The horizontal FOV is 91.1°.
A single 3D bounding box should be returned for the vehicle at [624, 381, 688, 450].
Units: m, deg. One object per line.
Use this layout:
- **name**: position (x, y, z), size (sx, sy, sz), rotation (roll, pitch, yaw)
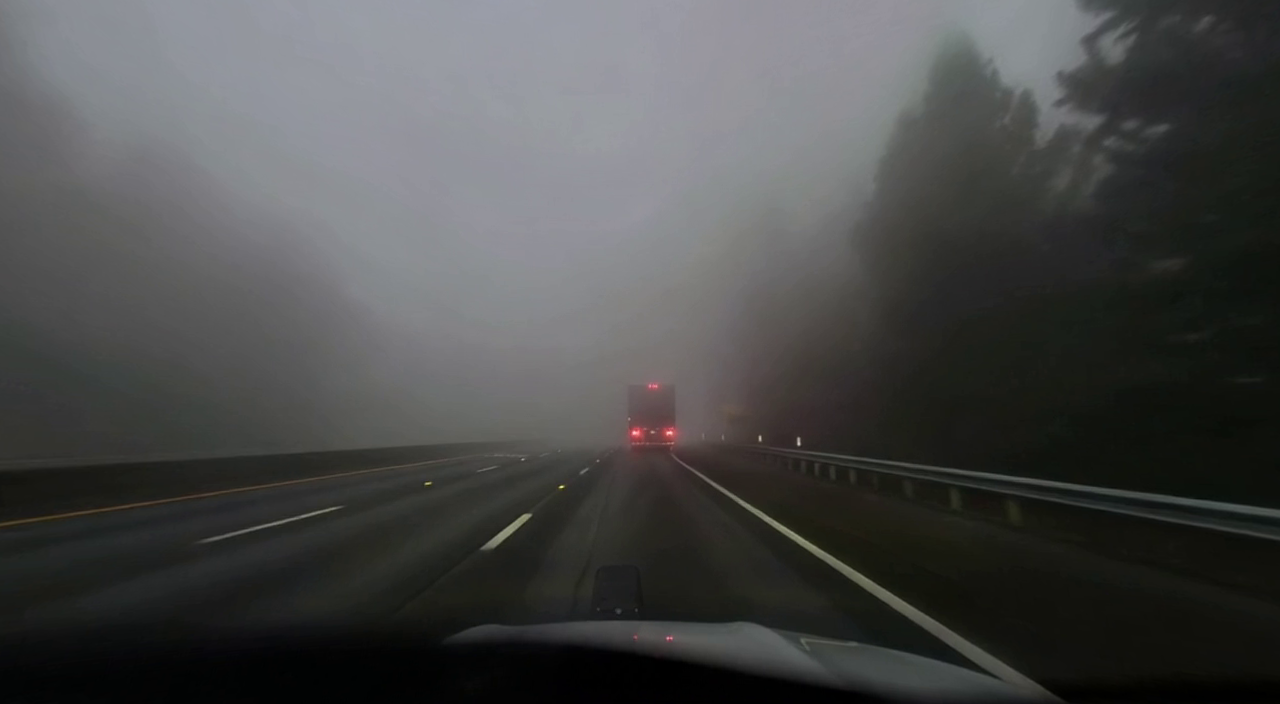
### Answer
- **vehicle**: position (0.930, 4.197, 39.827), size (3.446, 3.698, 12.089), rotation (0, -8, 1)
